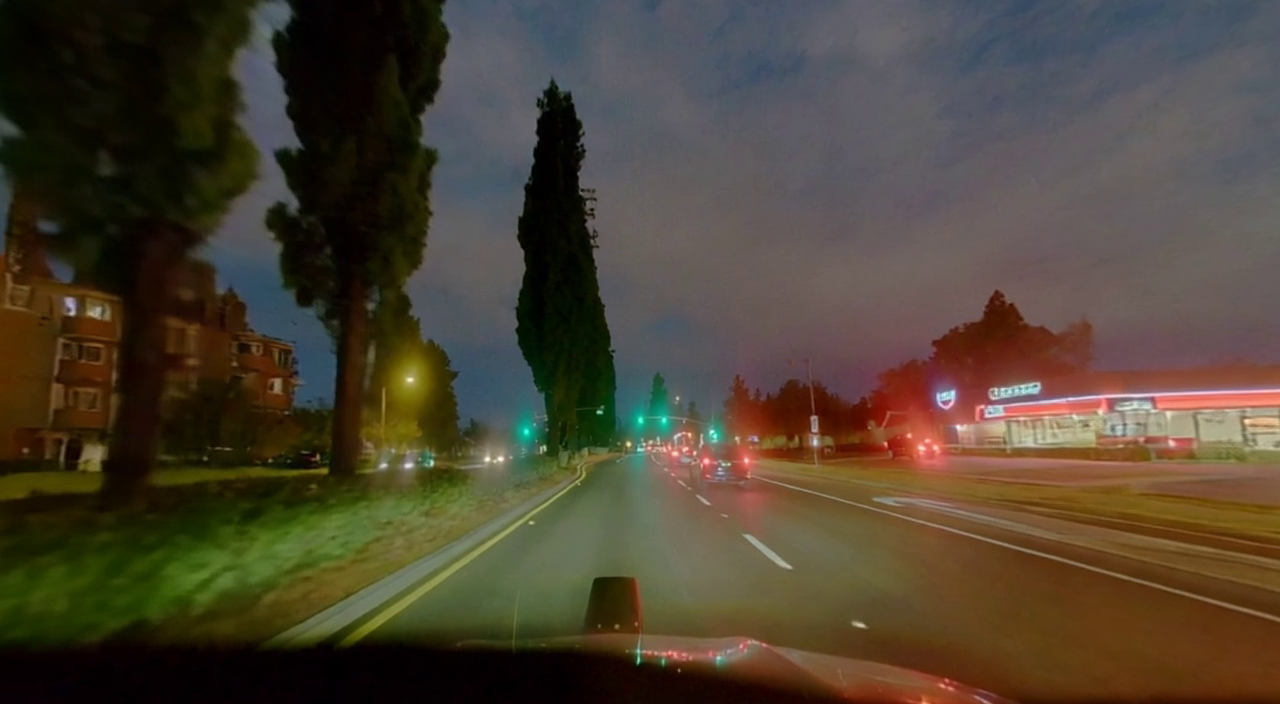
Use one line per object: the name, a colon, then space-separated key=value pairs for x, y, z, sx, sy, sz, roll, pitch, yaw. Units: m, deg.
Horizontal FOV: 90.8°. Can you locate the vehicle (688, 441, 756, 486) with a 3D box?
vehicle: x=3.160 y=4.340 z=25.086 sx=2.041 sy=1.531 sz=4.236 roll=1 pitch=-7 yaw=-1

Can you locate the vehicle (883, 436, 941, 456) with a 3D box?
vehicle: x=19.335 y=6.670 z=44.955 sx=3.361 sy=1.321 sz=1.571 roll=2 pitch=-7 yaw=-7

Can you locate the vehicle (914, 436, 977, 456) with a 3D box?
vehicle: x=19.261 y=5.937 z=39.874 sx=3.242 sy=1.165 sz=1.363 roll=1 pitch=-7 yaw=-5

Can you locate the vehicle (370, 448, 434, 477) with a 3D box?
vehicle: x=-14.116 y=6.560 z=37.738 sx=1.988 sy=1.527 sz=4.359 roll=0 pitch=-7 yaw=2
